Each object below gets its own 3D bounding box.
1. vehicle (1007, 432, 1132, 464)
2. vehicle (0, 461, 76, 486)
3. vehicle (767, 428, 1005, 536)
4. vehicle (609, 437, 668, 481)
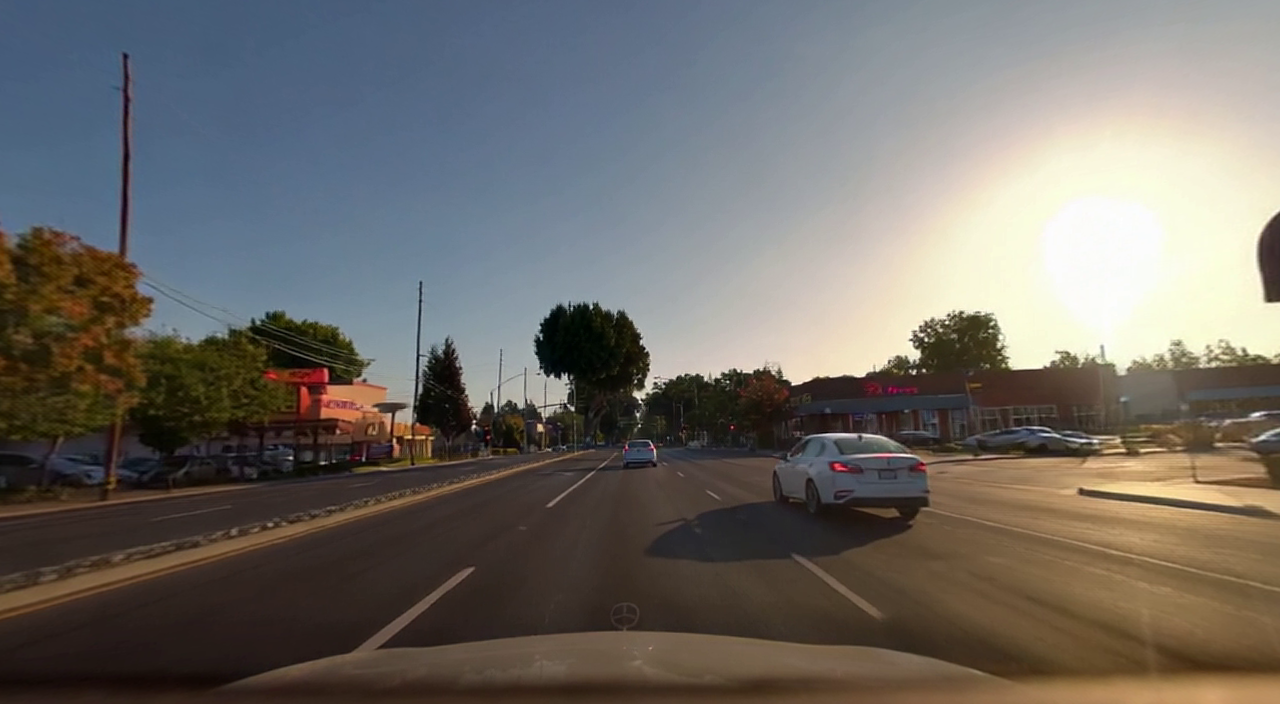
[{"bbox_3d":[21.700,4.881,31.967,4.763,1.544,2.047,0,-9,1],"label":"vehicle"},{"bbox_3d":[-41.684,8.274,42.999,1.833,1.478,4.769,0,-9,-1],"label":"vehicle"},{"bbox_3d":[3.856,2.142,11.025,2.153,1.456,4.705,0,-9,-2],"label":"vehicle"},{"bbox_3d":[-0.085,3.888,23.113,1.998,1.452,3.773,0,-9,-1],"label":"vehicle"}]
